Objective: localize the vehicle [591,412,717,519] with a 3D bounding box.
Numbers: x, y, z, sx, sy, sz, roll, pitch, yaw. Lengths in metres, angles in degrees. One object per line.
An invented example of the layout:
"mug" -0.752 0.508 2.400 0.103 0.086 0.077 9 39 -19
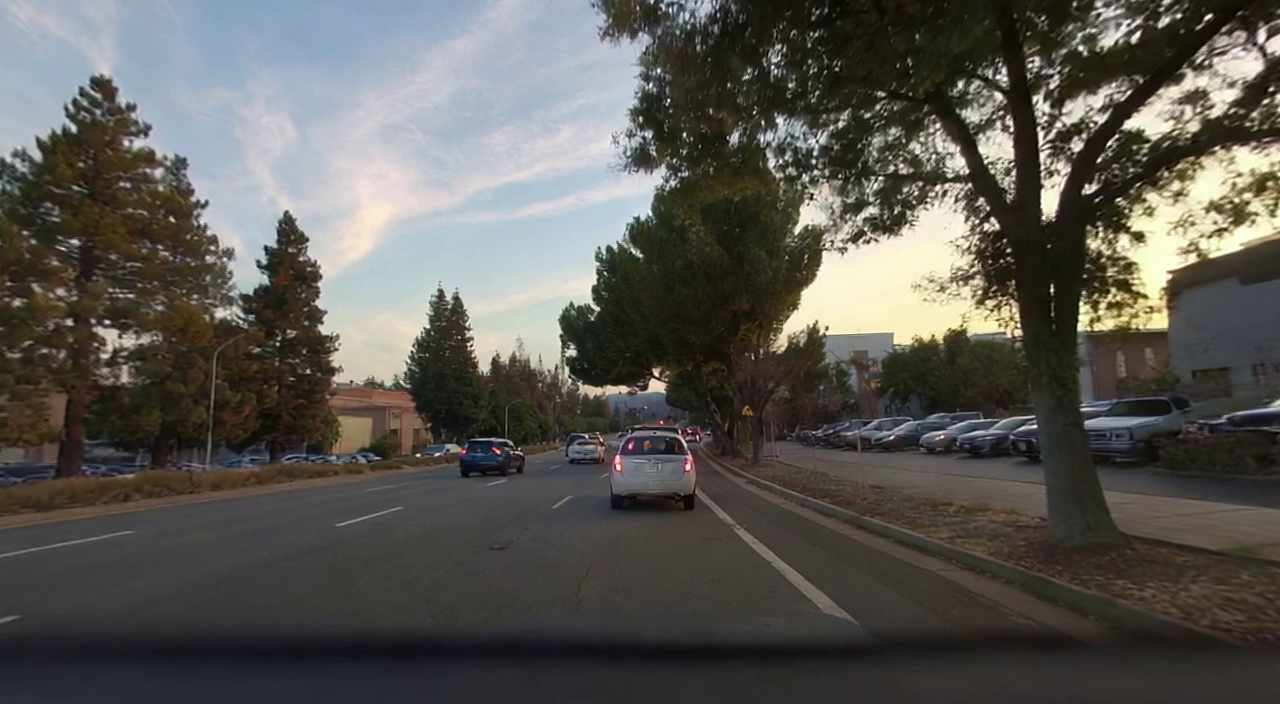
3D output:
"vehicle" 0.322 2.276 13.079 2.173 1.830 4.189 0 -9 2

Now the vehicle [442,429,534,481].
"vehicle" -6.048 4.170 25.801 2.154 1.902 4.735 -1 -9 6
